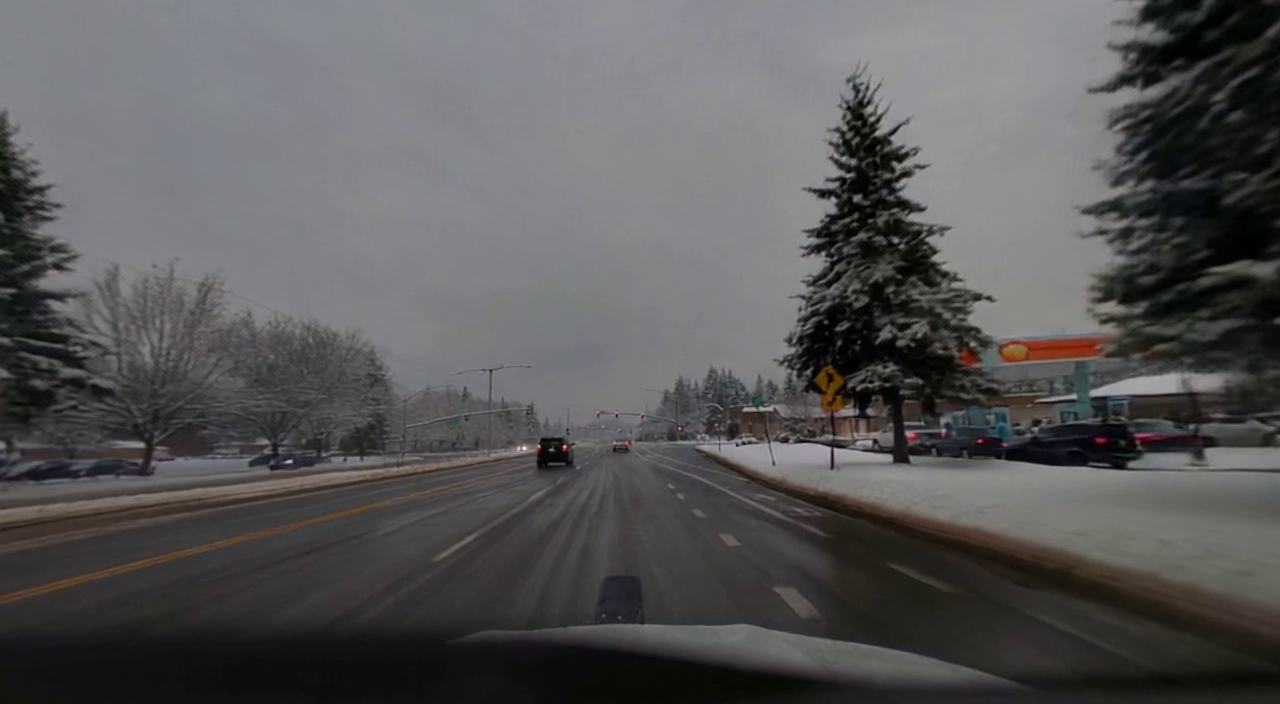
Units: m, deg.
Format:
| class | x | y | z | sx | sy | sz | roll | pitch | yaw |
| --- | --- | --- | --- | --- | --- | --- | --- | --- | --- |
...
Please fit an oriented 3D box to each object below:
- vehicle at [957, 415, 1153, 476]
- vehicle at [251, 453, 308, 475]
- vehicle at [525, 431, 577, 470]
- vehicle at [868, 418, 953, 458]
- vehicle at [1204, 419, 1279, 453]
| class | x | y | z | sx | sy | sz | roll | pitch | yaw |
| --- | --- | --- | --- | --- | --- | --- | --- | --- | --- |
| vehicle | 12.894 | 2.920 | 19.883 | 4.612 | 1.491 | 2.061 | -4 | -7 | 1 |
| vehicle | -26.824 | 8.324 | 47.203 | 1.802 | 1.448 | 4.408 | 1 | -8 | -3 |
| vehicle | -4.358 | 4.905 | 31.604 | 1.985 | 1.772 | 4.479 | 0 | -8 | -1 |
| vehicle | 13.971 | 4.433 | 32.761 | 1.876 | 1.693 | 3.562 | 12 | -10 | -27 |
| vehicle | 27.076 | 3.583 | 26.871 | 4.127 | 1.399 | 1.839 | -1 | -8 | 7 |
